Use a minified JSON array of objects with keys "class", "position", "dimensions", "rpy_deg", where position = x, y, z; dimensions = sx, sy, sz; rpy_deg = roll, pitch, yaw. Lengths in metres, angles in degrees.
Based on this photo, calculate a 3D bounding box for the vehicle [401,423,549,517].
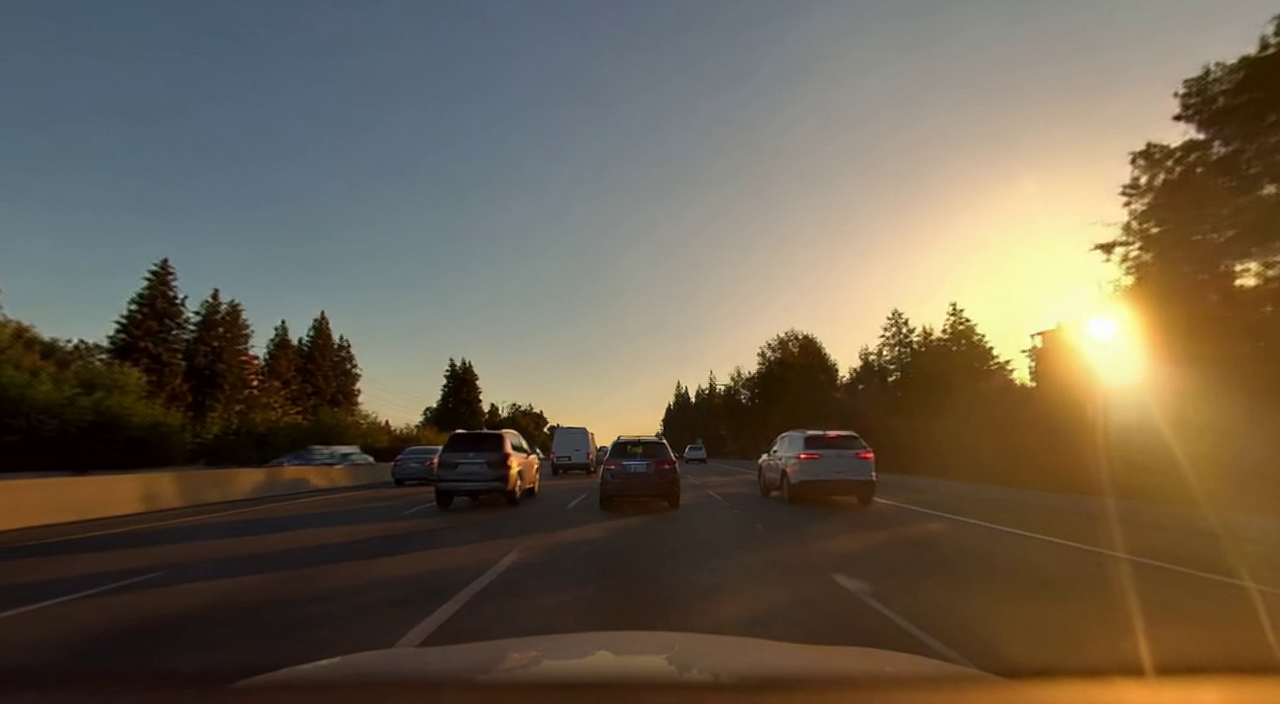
[{"class":"vehicle","position":[-3.502,2.602,14.350],"dimensions":[2.142,1.808,4.266],"rpy_deg":[0,-9,1]}]

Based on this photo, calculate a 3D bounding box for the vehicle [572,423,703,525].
[{"class":"vehicle","position":[-0.021,2.387,12.836],"dimensions":[2.223,1.722,4.177],"rpy_deg":[0,-9,1]}]

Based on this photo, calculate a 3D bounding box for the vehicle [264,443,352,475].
[{"class":"vehicle","position":[-20.450,6.606,39.201],"dimensions":[2.202,1.868,5.948],"rpy_deg":[0,-9,1]}]

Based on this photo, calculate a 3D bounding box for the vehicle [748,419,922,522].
[{"class":"vehicle","position":[3.949,2.521,13.972],"dimensions":[2.175,1.830,5.173],"rpy_deg":[0,-9,0]}]
